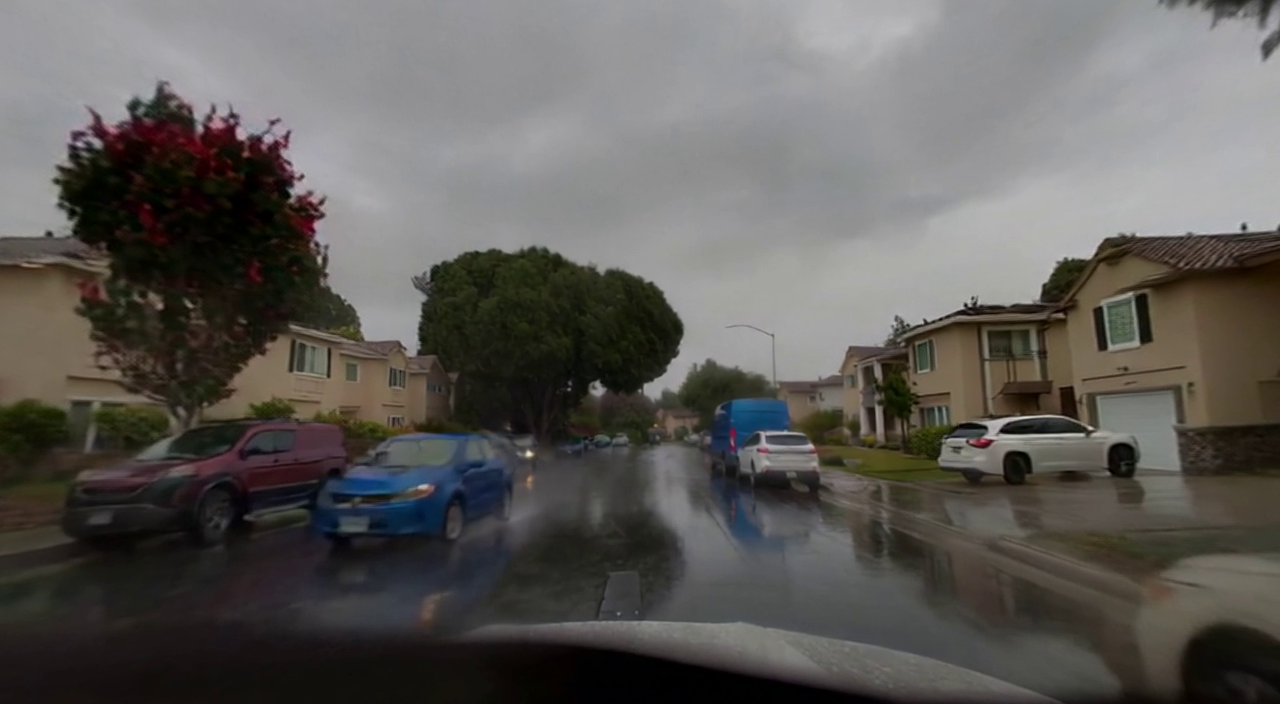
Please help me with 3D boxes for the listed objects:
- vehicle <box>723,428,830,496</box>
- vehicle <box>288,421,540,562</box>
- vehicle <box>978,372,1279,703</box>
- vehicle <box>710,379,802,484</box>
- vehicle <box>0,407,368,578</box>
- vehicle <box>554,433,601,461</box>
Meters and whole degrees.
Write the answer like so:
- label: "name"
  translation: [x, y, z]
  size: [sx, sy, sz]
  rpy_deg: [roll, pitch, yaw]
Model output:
- label: "vehicle"
  translation: [3.346, 2.754, 16.345]
  size: [1.955, 1.500, 4.410]
  rpy_deg: [0, -8, 2]
- label: "vehicle"
  translation: [-2.765, 1.764, 8.786]
  size: [1.889, 1.505, 3.849]
  rpy_deg: [-1, -8, 4]
- label: "vehicle"
  translation: [2.850, 0.719, 1.117]
  size: [2.052, 1.499, 4.699]
  rpy_deg: [0, -8, 2]
- label: "vehicle"
  translation: [3.779, 2.761, 21.891]
  size: [2.317, 3.096, 6.383]
  rpy_deg: [-1, -8, 3]
- label: "vehicle"
  translation: [-5.841, 1.731, 8.881]
  size: [1.872, 1.670, 4.428]
  rpy_deg: [-4, -7, 3]
- label: "vehicle"
  translation: [-3.632, 5.618, 37.481]
  size: [1.941, 1.515, 3.995]
  rpy_deg: [-1, -8, 7]
